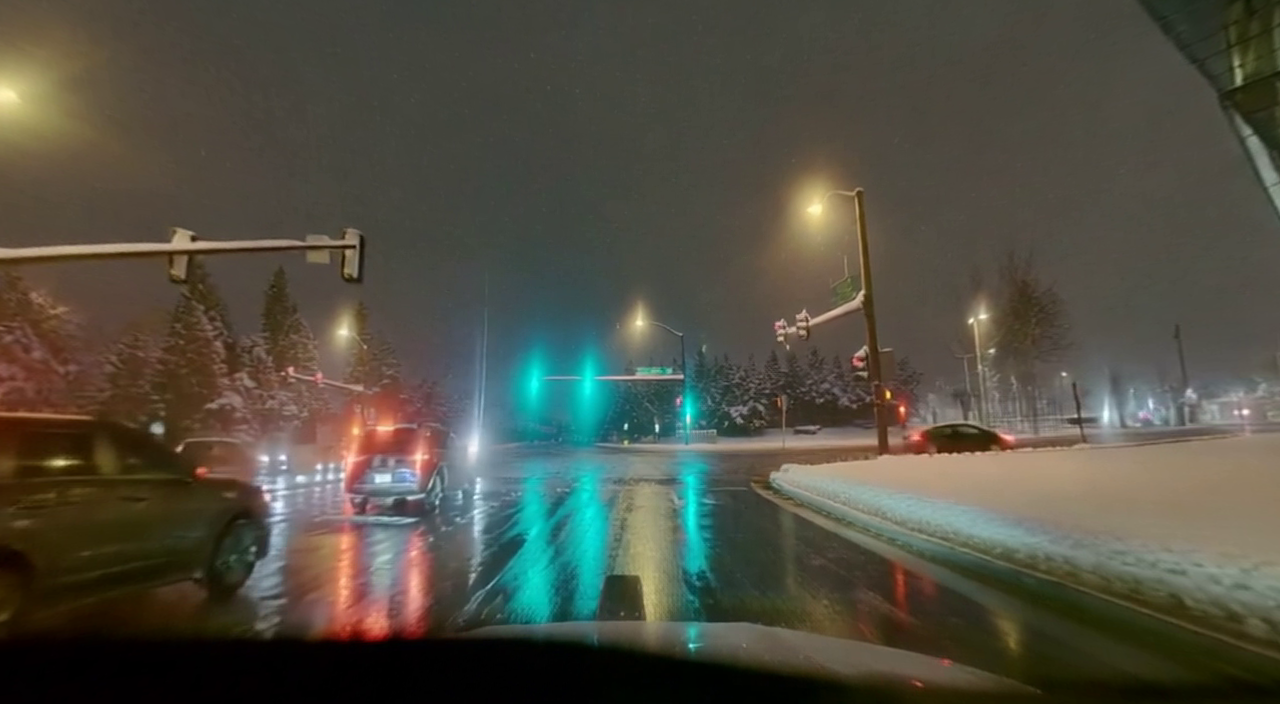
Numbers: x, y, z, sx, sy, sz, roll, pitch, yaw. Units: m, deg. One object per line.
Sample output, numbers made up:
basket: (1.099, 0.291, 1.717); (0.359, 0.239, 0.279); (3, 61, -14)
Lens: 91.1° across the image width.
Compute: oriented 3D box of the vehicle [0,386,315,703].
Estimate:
vehicle: (-4.361, 1.143, 4.207); (2.043, 1.636, 4.320); (0, -9, 0)

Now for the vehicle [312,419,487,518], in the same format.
vehicle: (-4.858, 2.429, 13.582); (1.971, 1.740, 4.654); (0, -9, -1)

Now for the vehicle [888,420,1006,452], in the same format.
vehicle: (14.960, 4.124, 30.750); (4.767, 1.524, 1.929); (0, -9, -1)
